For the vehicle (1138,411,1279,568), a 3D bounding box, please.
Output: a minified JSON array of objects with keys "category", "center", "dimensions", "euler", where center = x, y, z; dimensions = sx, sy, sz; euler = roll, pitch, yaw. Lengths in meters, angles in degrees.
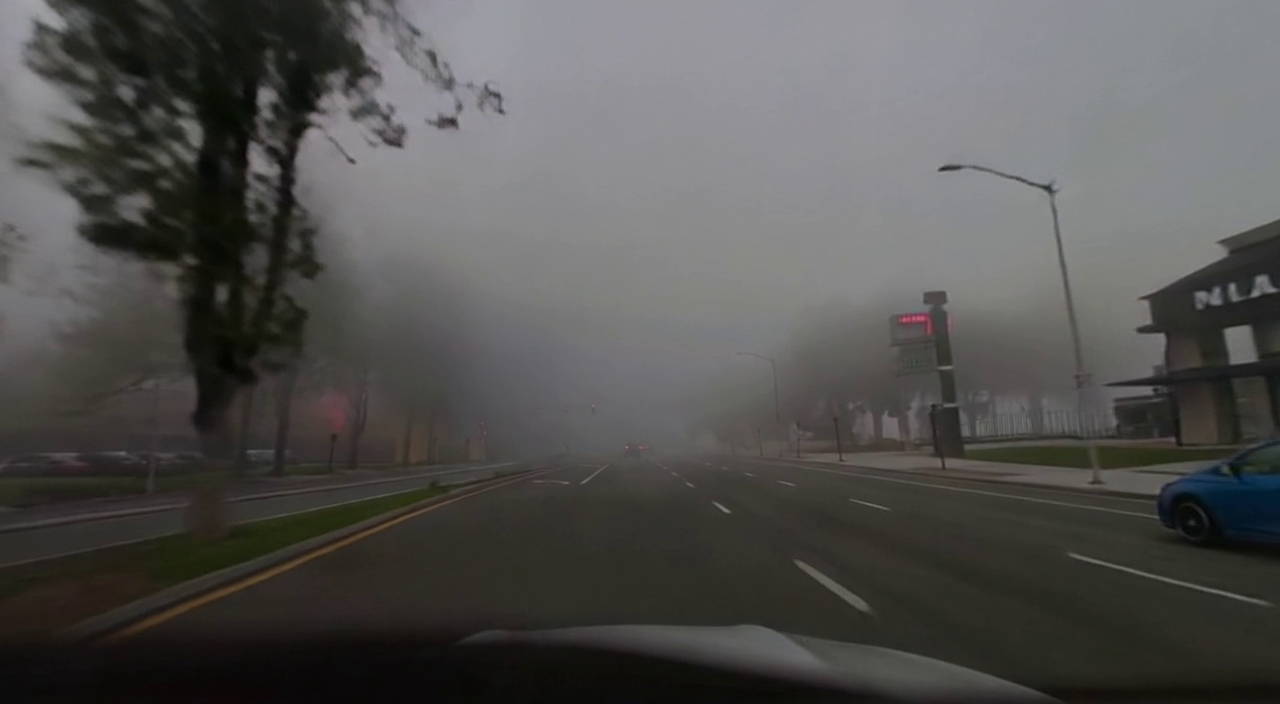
[{"category":"vehicle","center":[7.699,1.386,6.249],"dimensions":[1.918,1.632,4.368],"euler":[0,-8,0]}]
